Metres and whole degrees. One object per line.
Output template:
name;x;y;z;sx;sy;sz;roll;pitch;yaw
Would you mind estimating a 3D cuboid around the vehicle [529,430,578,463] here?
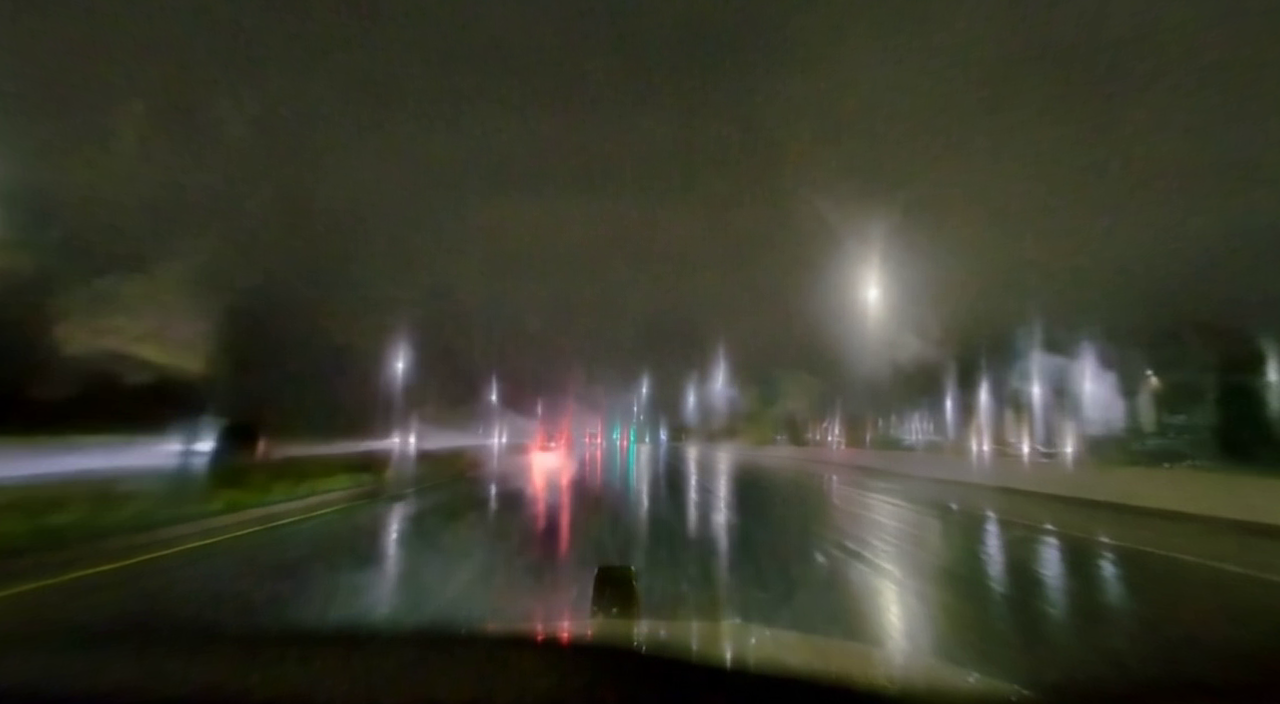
vehicle;-4.439;4.924;32.937;2.062;1.591;4.156;0;-8;-1
